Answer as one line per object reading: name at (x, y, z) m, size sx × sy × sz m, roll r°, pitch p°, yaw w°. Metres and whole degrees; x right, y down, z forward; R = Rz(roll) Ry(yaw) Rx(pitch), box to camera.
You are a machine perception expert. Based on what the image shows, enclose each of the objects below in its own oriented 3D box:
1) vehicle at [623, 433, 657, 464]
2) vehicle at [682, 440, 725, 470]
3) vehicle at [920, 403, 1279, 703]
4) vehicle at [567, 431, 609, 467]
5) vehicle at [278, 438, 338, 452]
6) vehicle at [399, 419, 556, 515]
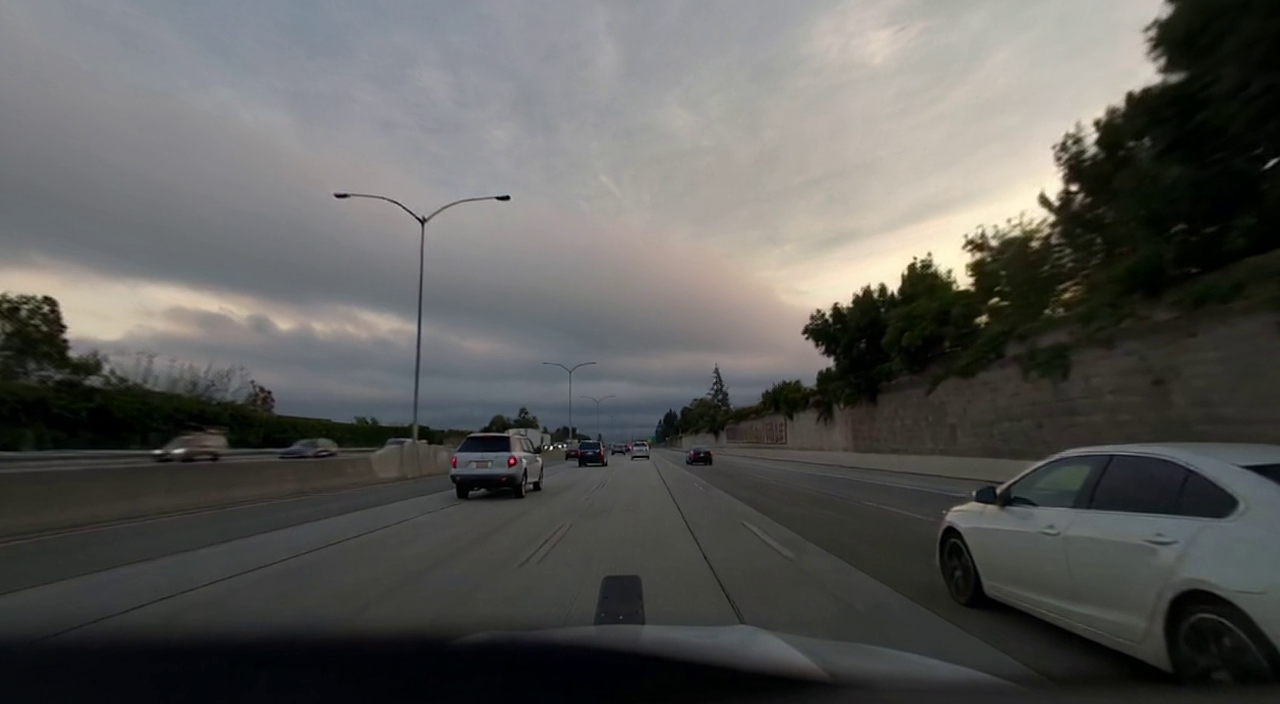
vehicle at (0.002, 7.502, 49.034) m, size 2.485 × 2.215 × 5.199 m, roll 0°, pitch -8°, yaw 0°
vehicle at (3.997, 6.548, 40.311) m, size 2.224 × 1.752 × 4.487 m, roll 0°, pitch -8°, yaw -1°
vehicle at (3.564, 1.134, 3.429) m, size 1.916 × 1.566 × 4.611 m, roll 1°, pitch -8°, yaw -1°
vehicle at (-3.336, 6.412, 41.548) m, size 2.378 × 2.214 × 4.352 m, roll 0°, pitch -8°, yaw 0°
vehicle at (-19.998, 5.607, 38.070) m, size 1.675 × 0.796 × 3.525 m, roll 0°, pitch -8°, yaw 0°
vehicle at (-3.507, 2.616, 14.920) m, size 2.184 × 1.819 × 5.441 m, roll 0°, pitch -8°, yaw 1°
